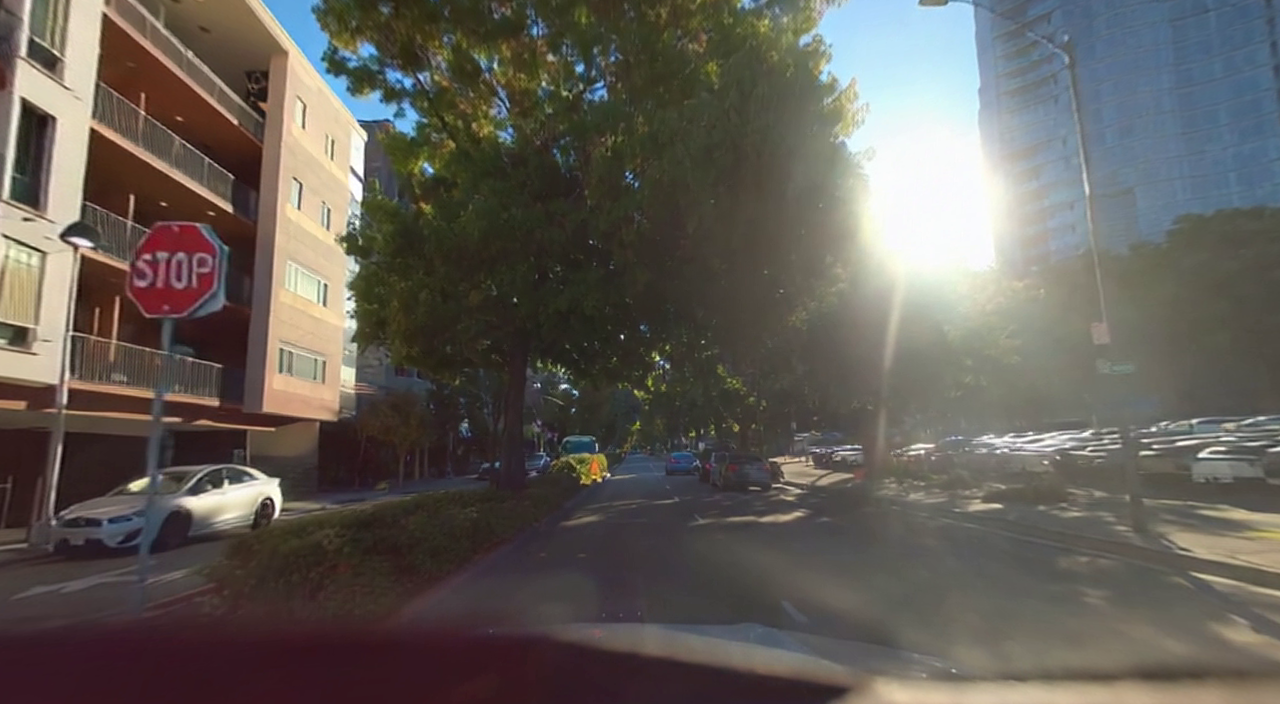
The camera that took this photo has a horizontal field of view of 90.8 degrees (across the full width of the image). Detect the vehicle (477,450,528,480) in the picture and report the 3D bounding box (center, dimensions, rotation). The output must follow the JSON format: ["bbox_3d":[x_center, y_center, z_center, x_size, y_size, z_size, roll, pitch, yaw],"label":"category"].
[{"bbox_3d":[-8.881,7.313,41.213,2.256,1.802,4.333,0,-8,2],"label":"vehicle"}]

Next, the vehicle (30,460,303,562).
[{"bbox_3d":[-8.739,2.923,12.319,2.007,1.503,4.343,0,-9,-1],"label":"vehicle"}]

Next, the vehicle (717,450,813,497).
[{"bbox_3d":[4.600,4.279,22.744,1.858,1.491,4.329,-5,-10,33],"label":"vehicle"}]

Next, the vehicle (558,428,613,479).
[{"bbox_3d":[-2.980,5.751,36.058,2.317,2.596,6.053,0,-8,2],"label":"vehicle"}]
